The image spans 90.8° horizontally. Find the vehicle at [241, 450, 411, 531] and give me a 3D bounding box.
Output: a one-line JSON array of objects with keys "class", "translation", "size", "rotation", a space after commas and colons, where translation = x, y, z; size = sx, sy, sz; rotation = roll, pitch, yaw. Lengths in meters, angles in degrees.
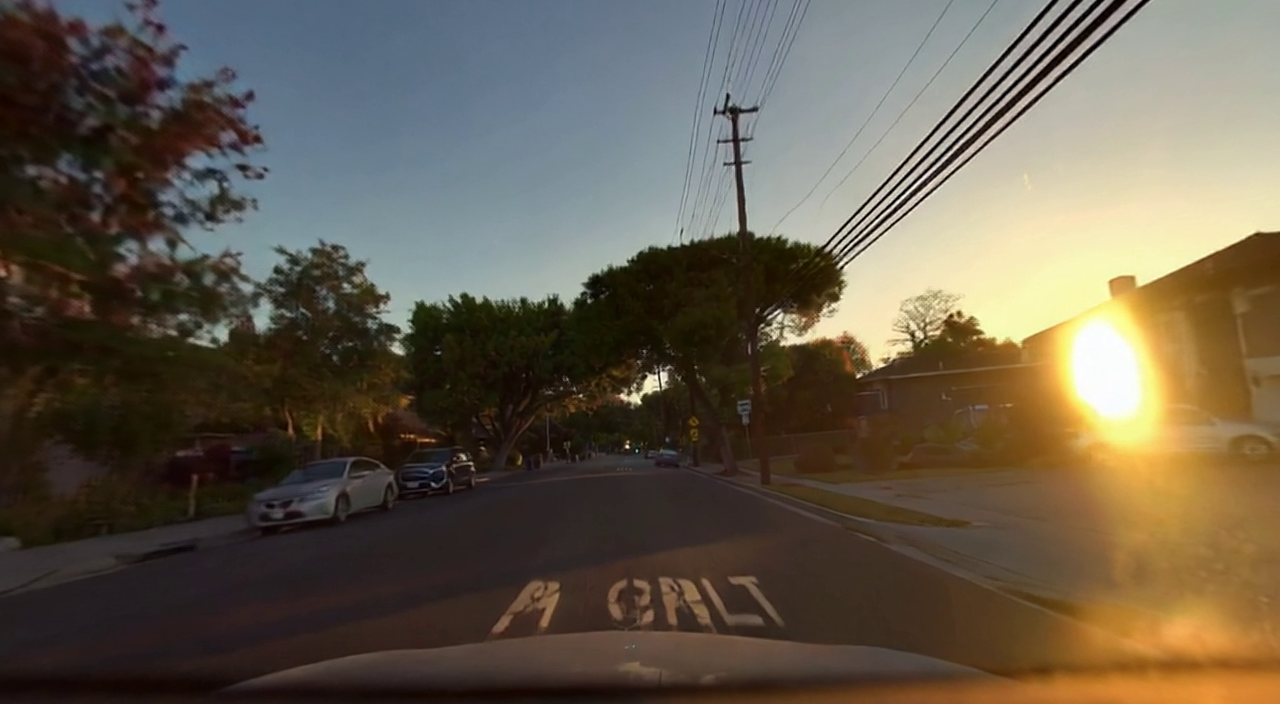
[{"class": "vehicle", "translation": [-7.135, 3.145, 14.917], "size": [2.041, 1.587, 3.920], "rotation": [-2, -9, -1]}]

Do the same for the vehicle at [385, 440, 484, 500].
[{"class": "vehicle", "translation": [-7.290, 4.218, 22.917], "size": [2.135, 1.787, 4.452], "rotation": [-4, -9, 0]}]

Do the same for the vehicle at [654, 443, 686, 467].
[{"class": "vehicle", "translation": [2.158, 7.654, 47.098], "size": [1.971, 1.710, 4.210], "rotation": [0, -9, -3]}]

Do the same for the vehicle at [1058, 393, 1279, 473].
[{"class": "vehicle", "translation": [13.524, 2.035, 15.872], "size": [4.836, 1.789, 2.229], "rotation": [-4, -9, 31]}]
